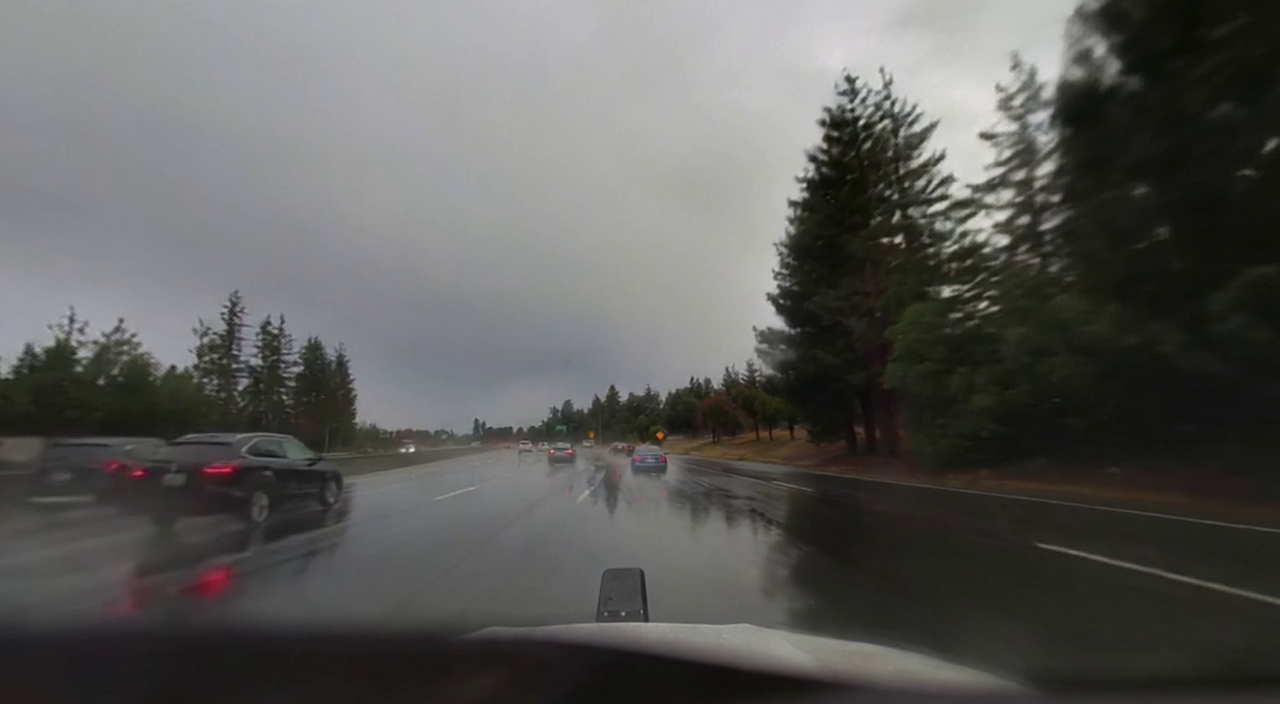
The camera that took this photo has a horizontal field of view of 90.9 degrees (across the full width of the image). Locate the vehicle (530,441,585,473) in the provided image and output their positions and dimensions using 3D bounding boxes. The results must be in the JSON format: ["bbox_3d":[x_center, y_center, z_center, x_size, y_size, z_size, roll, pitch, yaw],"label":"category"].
[{"bbox_3d":[-4.109,5.329,32.247,2.246,1.519,4.980,0,-9,-2],"label":"vehicle"}]

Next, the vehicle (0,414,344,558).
[{"bbox_3d":[-6.888,1.951,9.888,2.221,1.693,4.631,0,-9,0],"label":"vehicle"}]

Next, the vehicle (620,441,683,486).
[{"bbox_3d":[0.312,3.916,22.492,2.051,1.444,3.927,0,-9,-1],"label":"vehicle"}]
